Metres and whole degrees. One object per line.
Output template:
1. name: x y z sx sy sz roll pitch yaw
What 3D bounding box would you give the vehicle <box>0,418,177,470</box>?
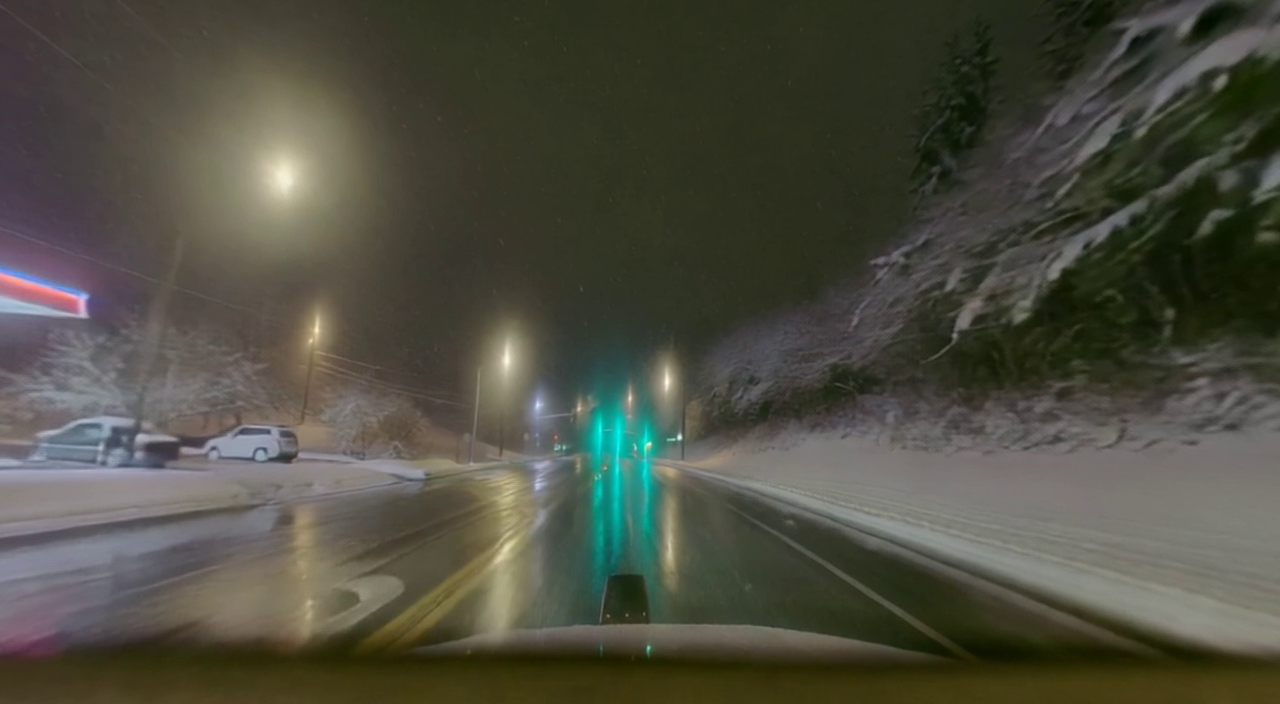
1. vehicle: -21.255 3.572 24.541 4.907 1.827 2.121 6 -10 -33

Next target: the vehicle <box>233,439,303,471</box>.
1. vehicle: -18.741 5.198 31.980 1.885 1.490 4.474 3 -9 -16
